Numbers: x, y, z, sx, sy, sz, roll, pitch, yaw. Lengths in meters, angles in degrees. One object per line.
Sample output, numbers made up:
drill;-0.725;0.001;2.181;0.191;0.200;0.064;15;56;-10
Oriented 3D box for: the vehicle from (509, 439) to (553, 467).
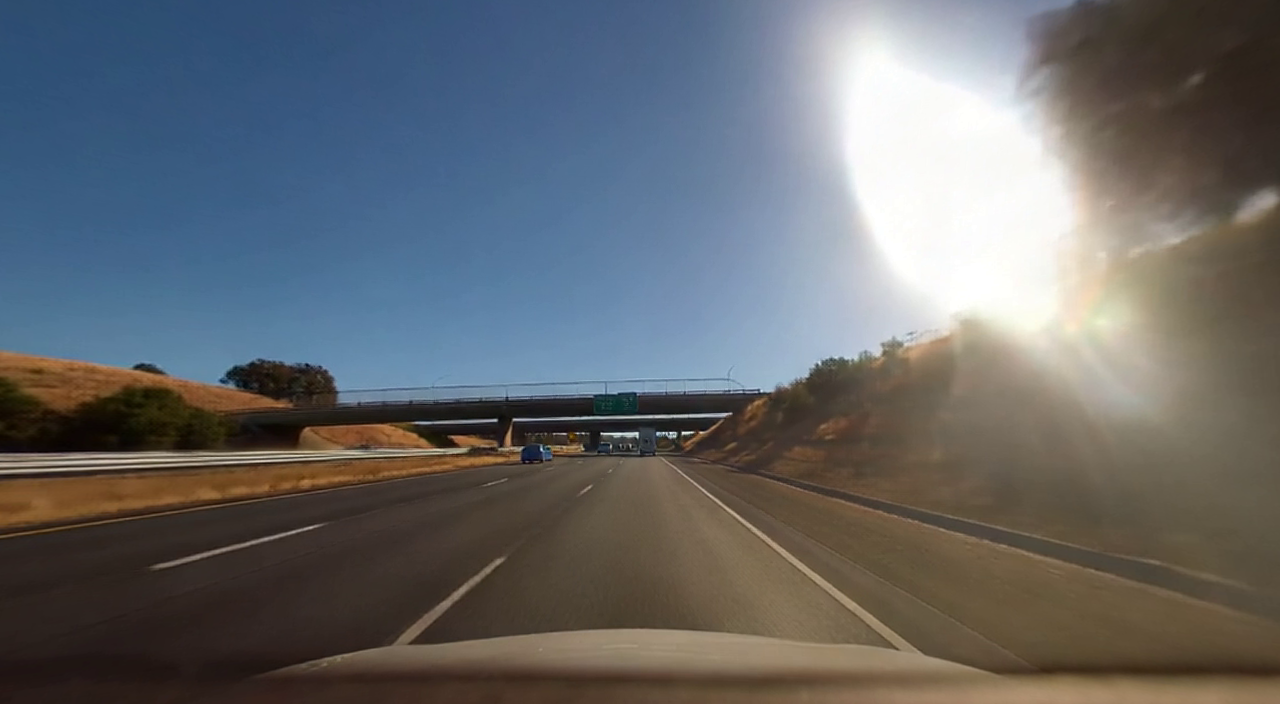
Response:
vehicle;-7.052;6.602;41.332;2.070;1.738;4.733;0;-8;0
